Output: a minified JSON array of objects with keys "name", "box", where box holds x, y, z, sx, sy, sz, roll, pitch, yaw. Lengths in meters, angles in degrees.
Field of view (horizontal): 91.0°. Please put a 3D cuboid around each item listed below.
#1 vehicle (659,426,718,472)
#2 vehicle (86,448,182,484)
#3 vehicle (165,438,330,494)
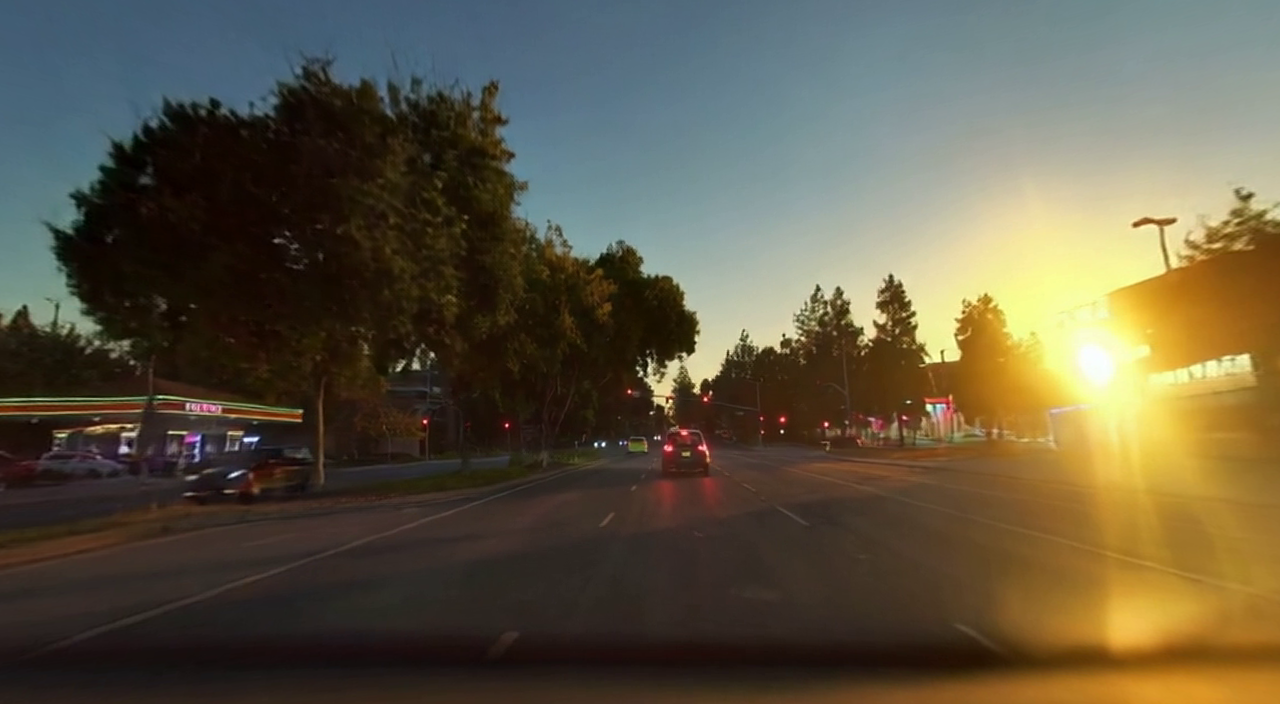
[{"name":"vehicle","box":[1.923,3.988,26.060,2.213,1.715,4.242,0,-8,2]},{"name":"vehicle","box":[-26.205,5.839,32.584,4.428,1.708,1.952,-4,-9,25]},{"name":"vehicle","box":[-11.831,3.435,19.431,1.911,1.489,4.423,-1,-8,6]}]
